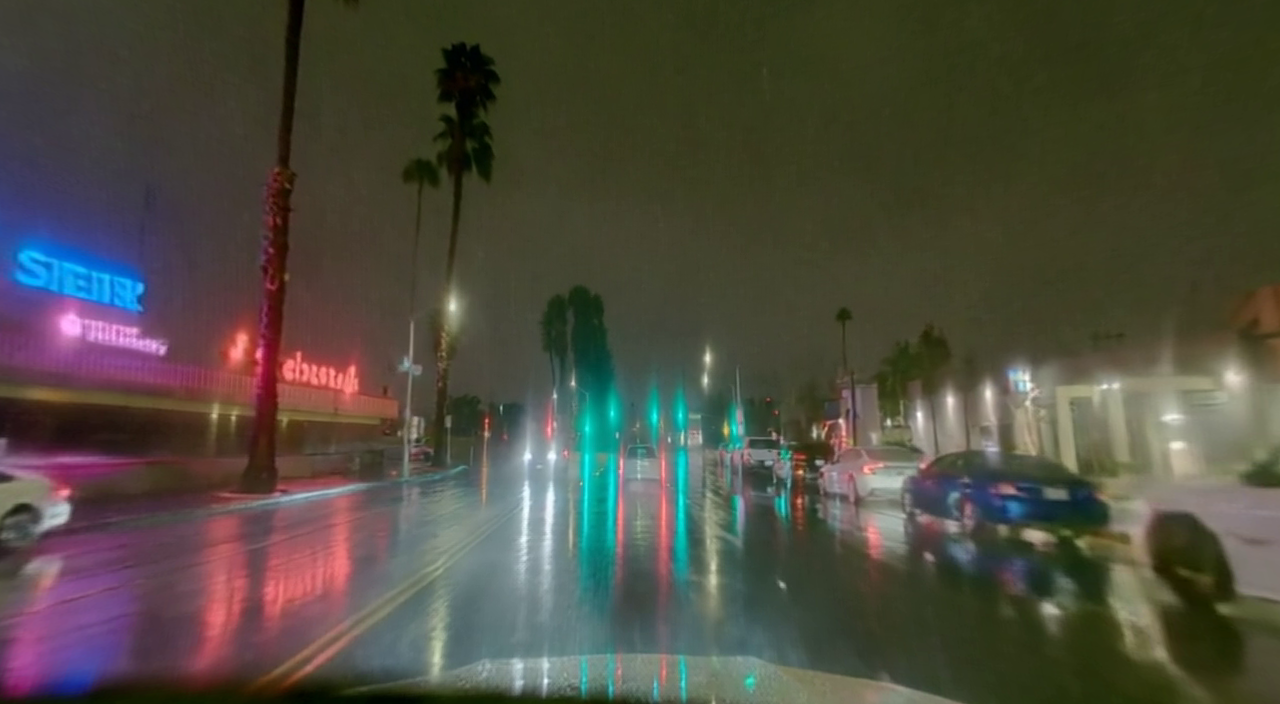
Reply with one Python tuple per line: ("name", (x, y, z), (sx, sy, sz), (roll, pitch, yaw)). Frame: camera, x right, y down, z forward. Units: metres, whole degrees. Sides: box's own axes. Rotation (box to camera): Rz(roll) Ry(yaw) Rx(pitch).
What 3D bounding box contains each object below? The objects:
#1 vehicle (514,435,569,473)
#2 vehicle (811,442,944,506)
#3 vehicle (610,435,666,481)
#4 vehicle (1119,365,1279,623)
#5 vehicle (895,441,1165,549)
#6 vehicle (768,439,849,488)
("vehicle", (-5.028, 5.278, 32.868), (2.188, 1.797, 4.358), (0, -9, 0))
("vehicle", (6.214, 3.218, 17.164), (1.885, 1.506, 4.302), (0, -9, -1))
("vehicle", (-0.100, 4.277, 25.725), (2.063, 1.664, 4.471), (0, -8, -1))
("vehicle", (6.340, 0.955, 3.800), (2.257, 2.074, 5.857), (0, -9, 0))
("vehicle", (6.340, 2.324, 11.052), (1.810, 1.472, 4.422), (0, -8, -1))
("vehicle", (6.044, 4.029, 23.127), (1.747, 1.619, 4.157), (0, -9, -1))
